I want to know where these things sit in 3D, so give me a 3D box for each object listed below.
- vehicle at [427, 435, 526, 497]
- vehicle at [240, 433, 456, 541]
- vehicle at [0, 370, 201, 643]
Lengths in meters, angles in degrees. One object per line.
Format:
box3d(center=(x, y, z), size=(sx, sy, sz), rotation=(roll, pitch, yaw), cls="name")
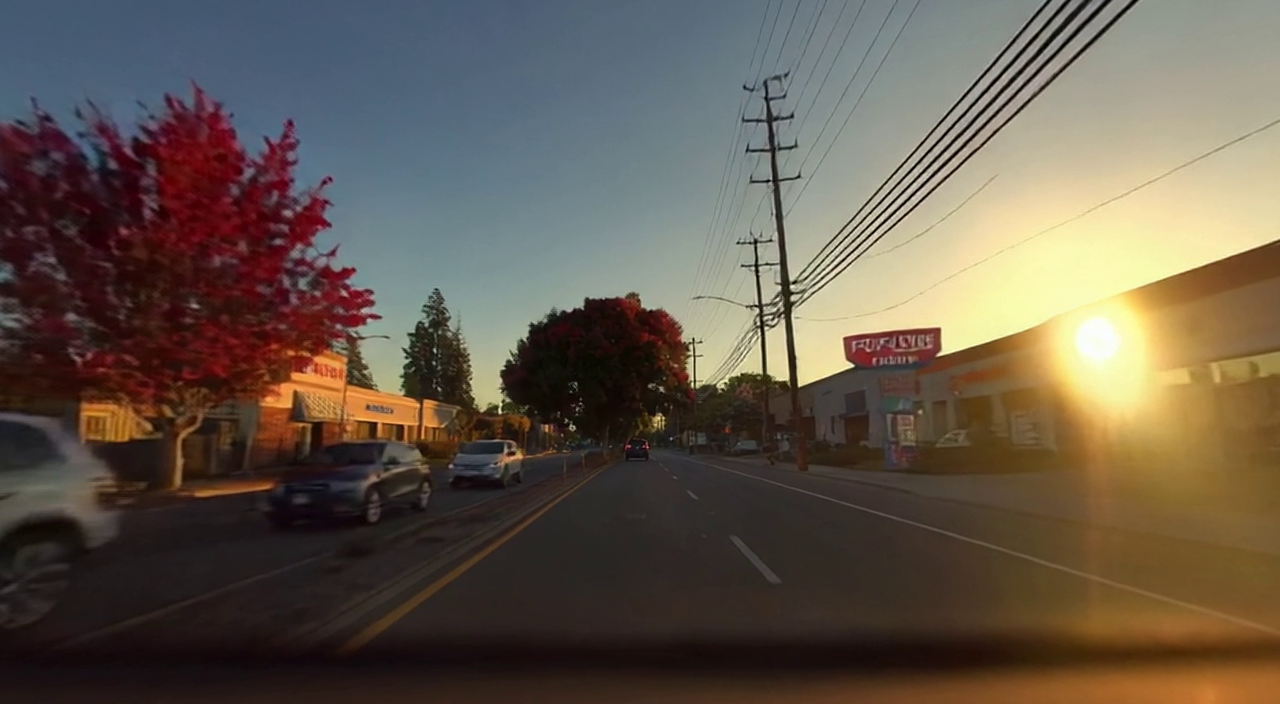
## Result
box3d(center=(-5.056, 3.539, 20.169), size=(1.993, 1.680, 4.386), rotation=(-2, -8, 0), cls="vehicle")
box3d(center=(-5.063, 2.349, 11.839), size=(1.909, 1.524, 4.614), rotation=(-2, -8, 0), cls="vehicle")
box3d(center=(-5.467, 1.008, 3.738), size=(2.278, 1.828, 4.970), rotation=(-2, -8, -1), cls="vehicle")
